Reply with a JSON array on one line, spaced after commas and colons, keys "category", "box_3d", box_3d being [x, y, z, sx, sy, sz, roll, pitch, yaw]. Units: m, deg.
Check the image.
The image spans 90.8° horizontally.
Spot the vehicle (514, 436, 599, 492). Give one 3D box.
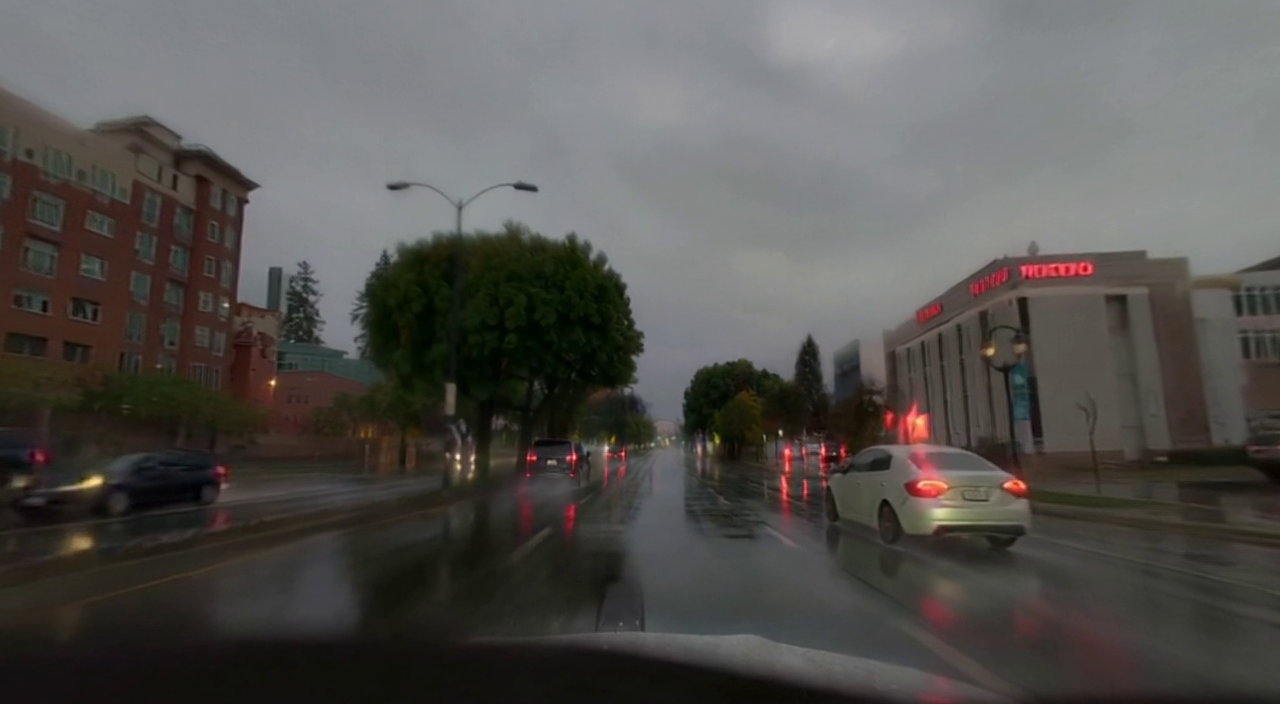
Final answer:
[{"category": "vehicle", "box_3d": [-2.921, 4.085, 23.366, 2.305, 1.833, 4.912, 0, -9, 2]}]

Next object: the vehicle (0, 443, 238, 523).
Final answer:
[{"category": "vehicle", "box_3d": [-11.606, 2.801, 14.107, 1.960, 1.451, 4.870, 0, -9, 1]}]

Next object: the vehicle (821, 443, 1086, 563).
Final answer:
[{"category": "vehicle", "box_3d": [4.547, 2.232, 10.127, 1.960, 1.471, 4.378, 0, -9, -1]}]
